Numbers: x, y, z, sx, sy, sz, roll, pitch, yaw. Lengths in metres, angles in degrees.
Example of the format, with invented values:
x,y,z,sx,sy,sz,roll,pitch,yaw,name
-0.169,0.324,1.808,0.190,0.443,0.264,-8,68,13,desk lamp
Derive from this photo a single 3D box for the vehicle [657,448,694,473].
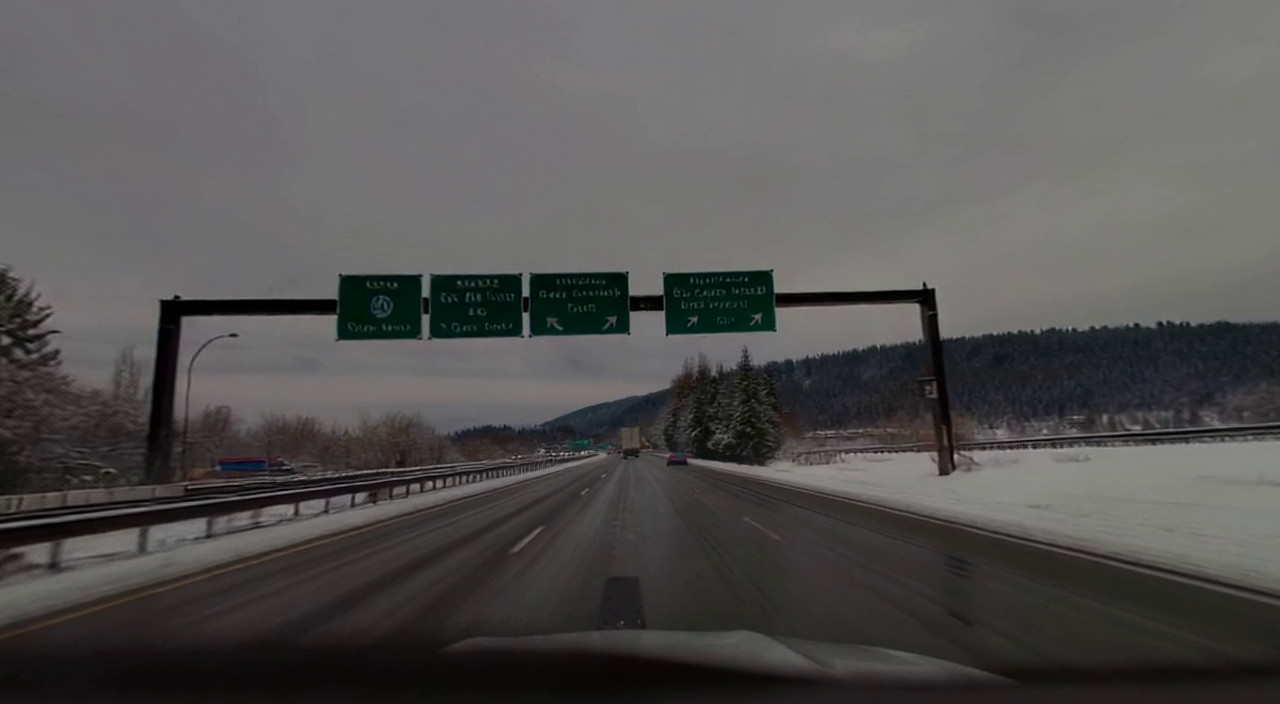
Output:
x,y,z,sx,sy,sz,roll,pitch,yaw,name
2.169,6.724,39.235,2.036,1.457,3.471,0,-9,-1,vehicle
